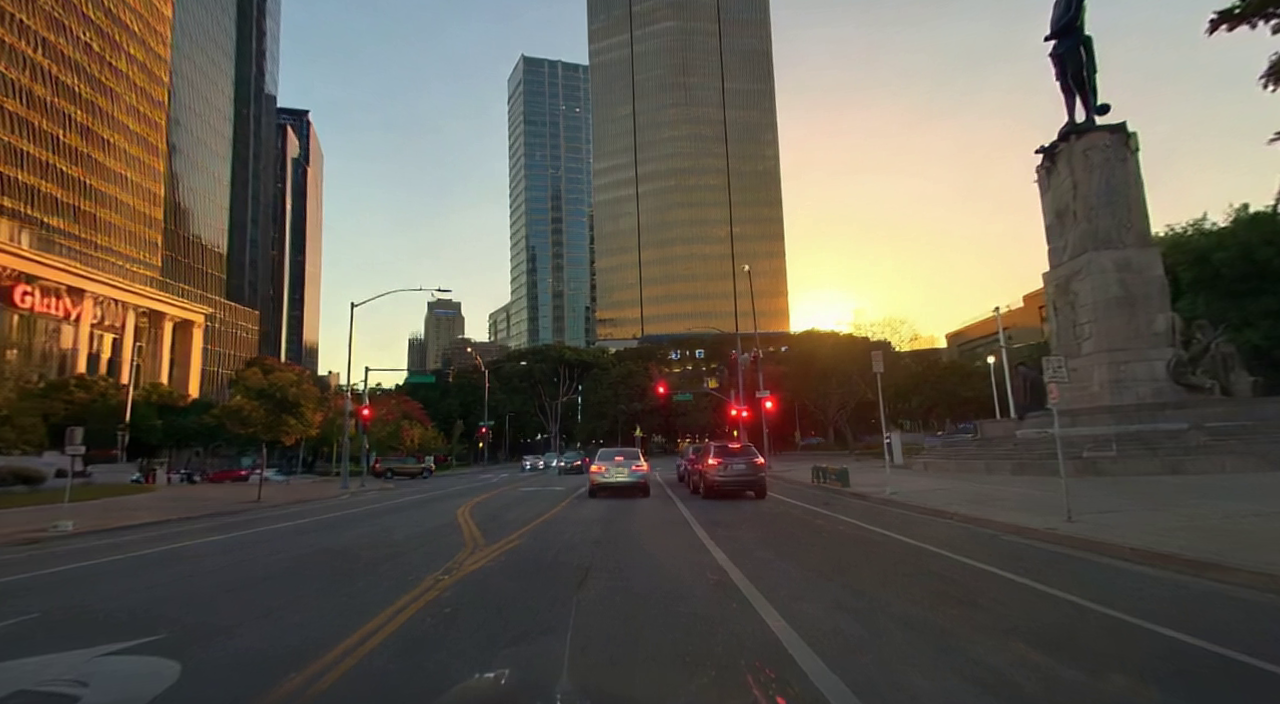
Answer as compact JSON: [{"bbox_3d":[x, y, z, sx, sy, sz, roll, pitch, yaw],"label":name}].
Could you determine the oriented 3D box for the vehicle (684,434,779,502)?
[{"bbox_3d":[2.588,3.437,19.078,2.096,1.775,4.440,0,-9,-1],"label":"vehicle"}]

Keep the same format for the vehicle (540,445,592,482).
[{"bbox_3d":[-3.522,5.403,30.965,2.045,1.633,4.864,0,-9,-2],"label":"vehicle"}]

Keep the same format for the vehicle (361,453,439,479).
[{"bbox_3d":[-17.612,8.376,46.564,4.855,1.769,2.071,0,-9,1],"label":"vehicle"}]

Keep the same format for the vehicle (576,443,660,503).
[{"bbox_3d":[-0.574,3.353,17.957,2.096,1.492,4.071,0,-9,-1],"label":"vehicle"}]
